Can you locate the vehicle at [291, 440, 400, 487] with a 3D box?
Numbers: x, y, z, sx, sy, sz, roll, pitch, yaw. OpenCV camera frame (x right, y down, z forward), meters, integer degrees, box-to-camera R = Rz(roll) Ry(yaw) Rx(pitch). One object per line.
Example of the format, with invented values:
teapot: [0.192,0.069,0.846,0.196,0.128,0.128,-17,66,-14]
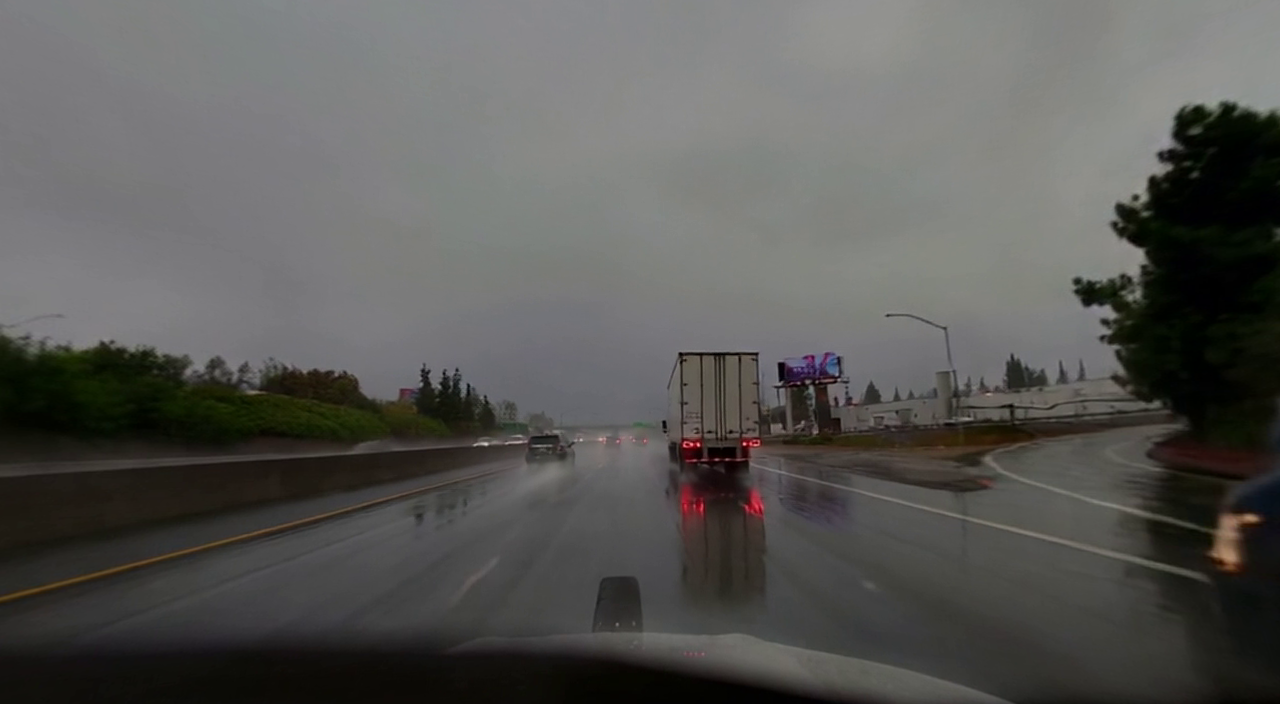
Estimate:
vehicle: [-11.811,4.459,25.711,2.274,1.681,4.531,0,-8,-1]

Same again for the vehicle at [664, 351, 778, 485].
vehicle: [2.524,2.623,23.670,2.871,3.815,11.331,0,-8,1]

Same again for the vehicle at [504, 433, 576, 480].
vehicle: [-3.407,3.633,22.257,1.930,1.484,3.849,0,-8,0]
